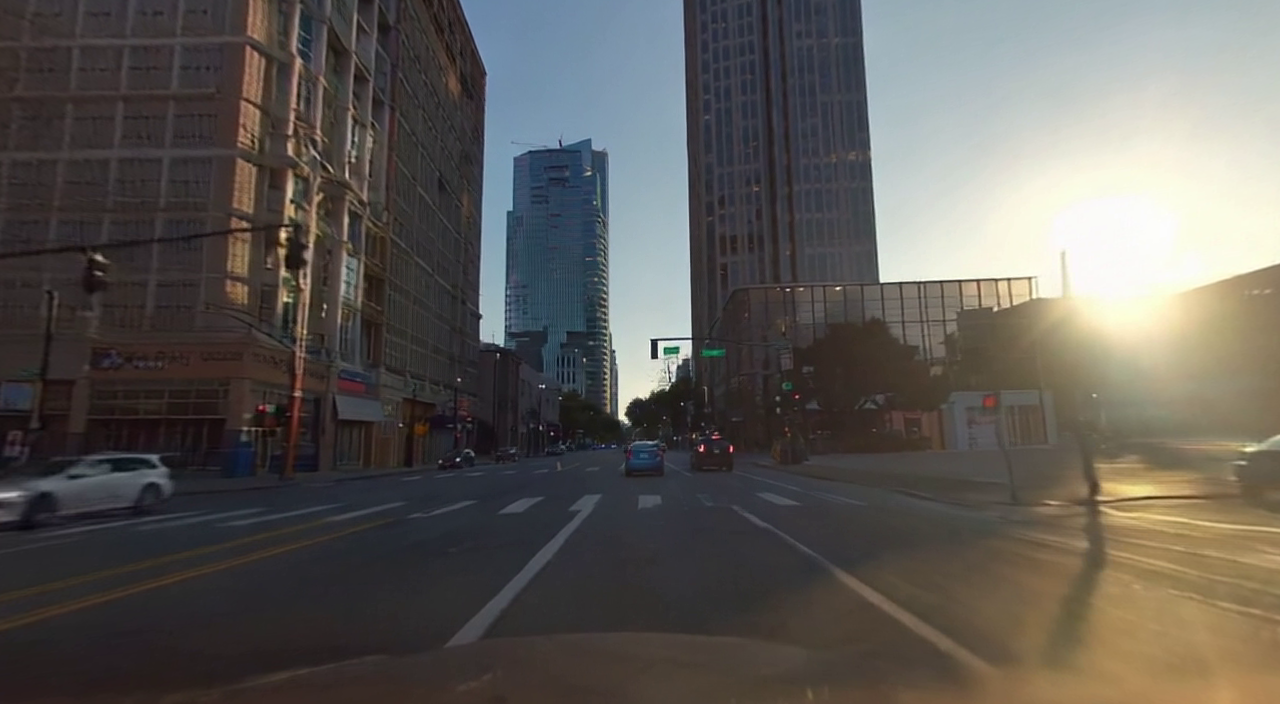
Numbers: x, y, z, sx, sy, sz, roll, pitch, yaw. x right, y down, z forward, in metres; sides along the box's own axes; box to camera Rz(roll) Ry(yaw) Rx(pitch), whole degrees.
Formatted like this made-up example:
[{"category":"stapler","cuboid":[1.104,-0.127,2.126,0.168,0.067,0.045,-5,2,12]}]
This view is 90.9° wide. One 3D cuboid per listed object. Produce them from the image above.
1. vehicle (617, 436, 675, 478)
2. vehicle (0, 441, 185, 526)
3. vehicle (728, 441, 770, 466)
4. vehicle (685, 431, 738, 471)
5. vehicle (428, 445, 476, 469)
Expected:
[{"category":"vehicle","cuboid":[0.222,4.394,26.636,2.245,1.587,4.094,0,-8,-1]},{"category":"vehicle","cuboid":[-13.965,3.104,15.549,2.082,1.772,4.447,0,-8,0]},{"category":"vehicle","cuboid":[7.188,6.742,41.904,1.961,1.510,4.707,0,-9,0]},{"category":"vehicle","cuboid":[3.743,5.295,33.878,2.159,1.938,4.836,0,-8,-1]},{"category":"vehicle","cuboid":[-13.655,7.646,46.008,1.984,1.618,4.568,0,-8,1]}]
